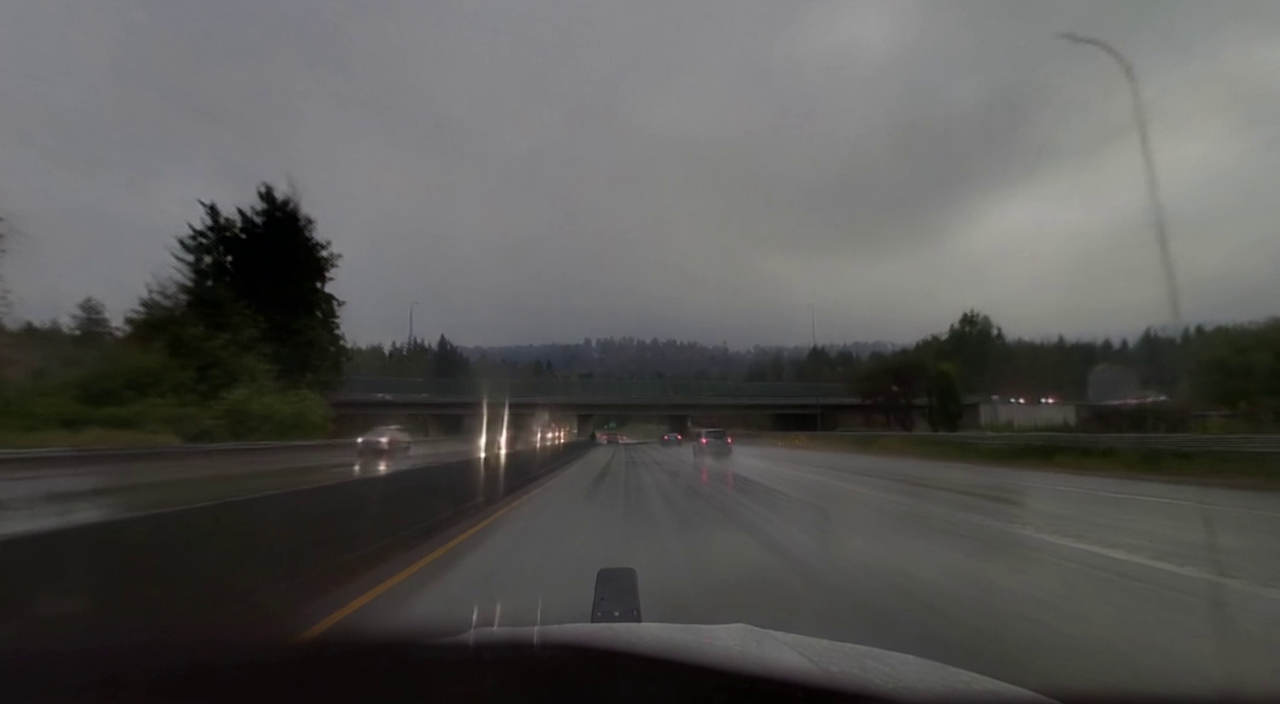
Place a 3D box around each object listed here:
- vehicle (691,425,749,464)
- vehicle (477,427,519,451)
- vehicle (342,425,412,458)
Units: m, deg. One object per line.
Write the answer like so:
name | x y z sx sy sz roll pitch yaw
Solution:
vehicle | 3.506 4.127 28.330 1.938 1.578 3.764 0 -8 -3
vehicle | -9.587 5.918 42.986 1.961 1.545 4.290 0 -8 -2
vehicle | -13.732 4.685 33.214 1.926 1.616 4.230 0 -8 -1
